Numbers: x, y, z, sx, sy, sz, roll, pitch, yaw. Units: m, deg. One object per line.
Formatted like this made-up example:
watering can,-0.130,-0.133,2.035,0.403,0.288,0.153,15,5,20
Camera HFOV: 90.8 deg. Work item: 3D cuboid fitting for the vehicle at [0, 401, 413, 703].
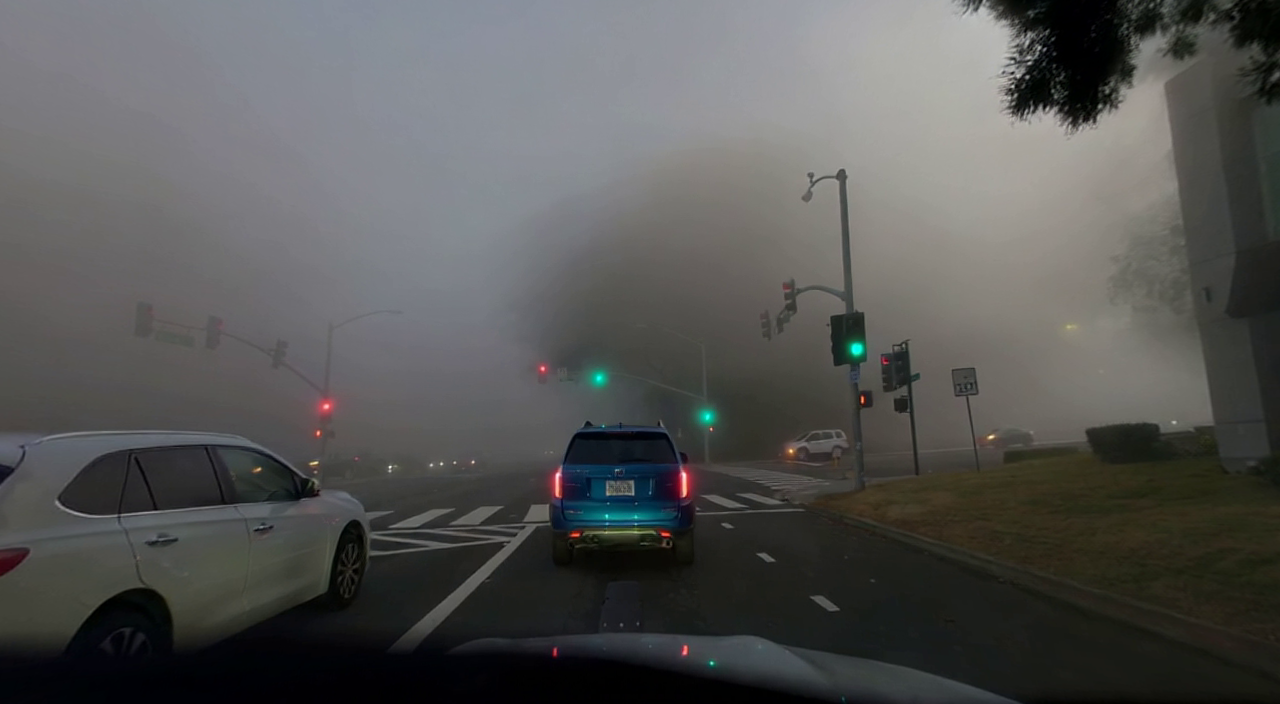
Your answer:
vehicle,-3.379,1.258,4.552,2.011,1.527,4.008,0,-8,-1

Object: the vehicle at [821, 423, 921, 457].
vehicle,12.817,4.902,35.095,4.872,1.806,2.107,3,-9,-19

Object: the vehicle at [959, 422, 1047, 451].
vehicle,19.792,4.627,34.465,3.830,1.545,2.006,3,-9,-19

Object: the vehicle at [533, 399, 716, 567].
vehicle,-0.178,1.798,9.347,2.059,1.877,4.249,0,-8,0
